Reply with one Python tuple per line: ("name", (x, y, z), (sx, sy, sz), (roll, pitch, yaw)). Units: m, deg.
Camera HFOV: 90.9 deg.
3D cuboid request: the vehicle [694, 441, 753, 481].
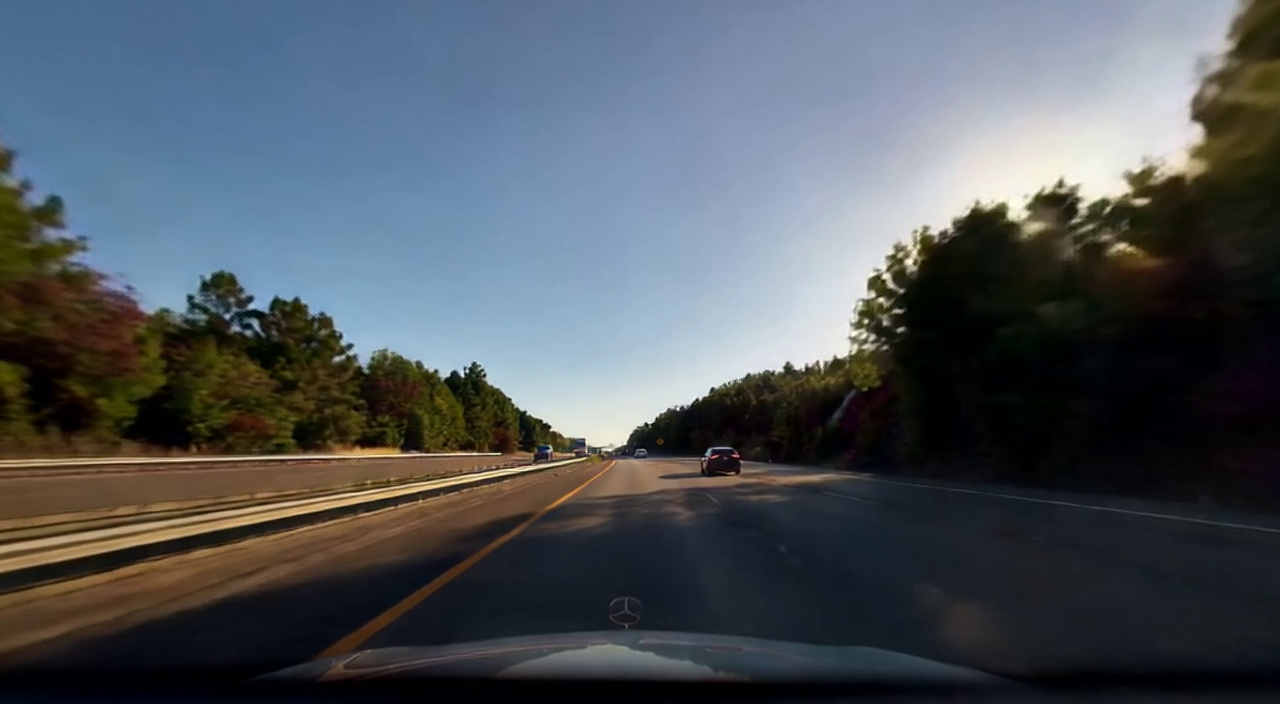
("vehicle", (3.693, 4.903, 28.693), (1.933, 1.663, 4.440), (0, -9, -2))
